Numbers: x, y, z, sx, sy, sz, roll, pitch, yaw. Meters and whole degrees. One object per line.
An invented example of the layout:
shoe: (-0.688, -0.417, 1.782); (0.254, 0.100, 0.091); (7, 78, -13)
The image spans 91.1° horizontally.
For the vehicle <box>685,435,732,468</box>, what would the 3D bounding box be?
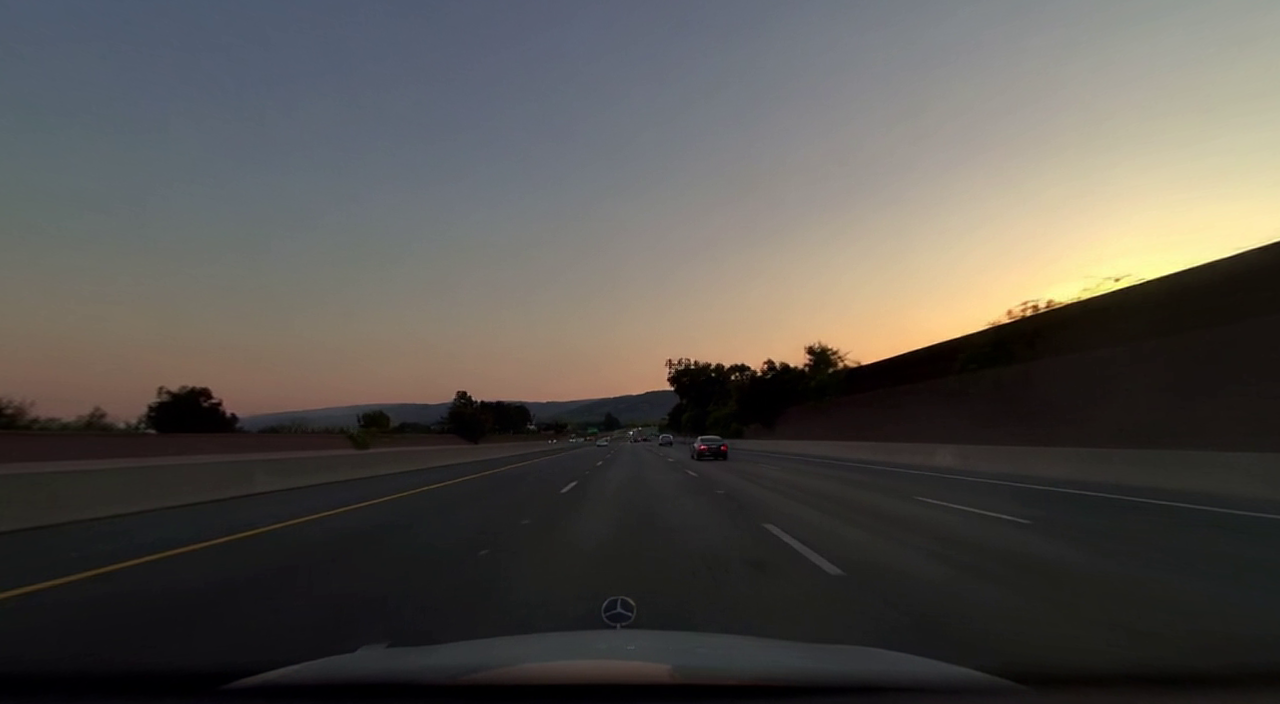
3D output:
vehicle: (3.340, 4.888, 31.160); (1.802, 1.492, 3.804); (0, -8, -1)
